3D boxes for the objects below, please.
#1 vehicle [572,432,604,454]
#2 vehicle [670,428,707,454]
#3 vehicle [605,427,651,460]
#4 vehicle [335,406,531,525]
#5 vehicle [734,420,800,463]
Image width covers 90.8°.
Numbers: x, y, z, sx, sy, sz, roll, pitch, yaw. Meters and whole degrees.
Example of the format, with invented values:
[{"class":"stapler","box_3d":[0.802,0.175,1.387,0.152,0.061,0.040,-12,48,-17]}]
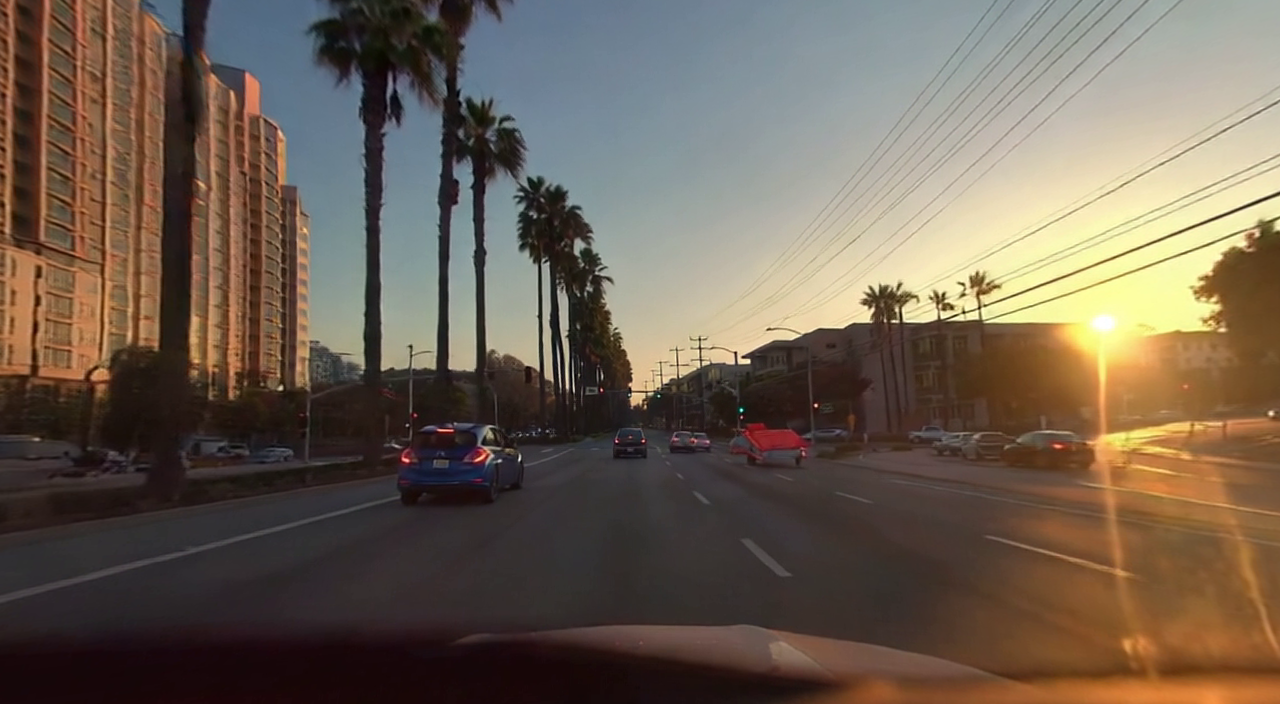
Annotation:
[{"class":"vehicle","box_3d":[-3.675,6.585,45.567,1.973,1.504,3.895,0,-9,0]},{"class":"vehicle","box_3d":[3.060,5.798,40.960,1.975,1.598,4.025,0,-9,-1]},{"class":"vehicle","box_3d":[-0.688,4.918,33.861,2.302,1.681,4.217,0,-9,-2]},{"class":"vehicle","box_3d":[-3.478,2.030,11.712,2.136,1.779,4.417,0,-9,0]},{"class":"vehicle","box_3d":[6.289,4.575,31.988,2.130,1.979,5.310,0,-9,-1]}]
